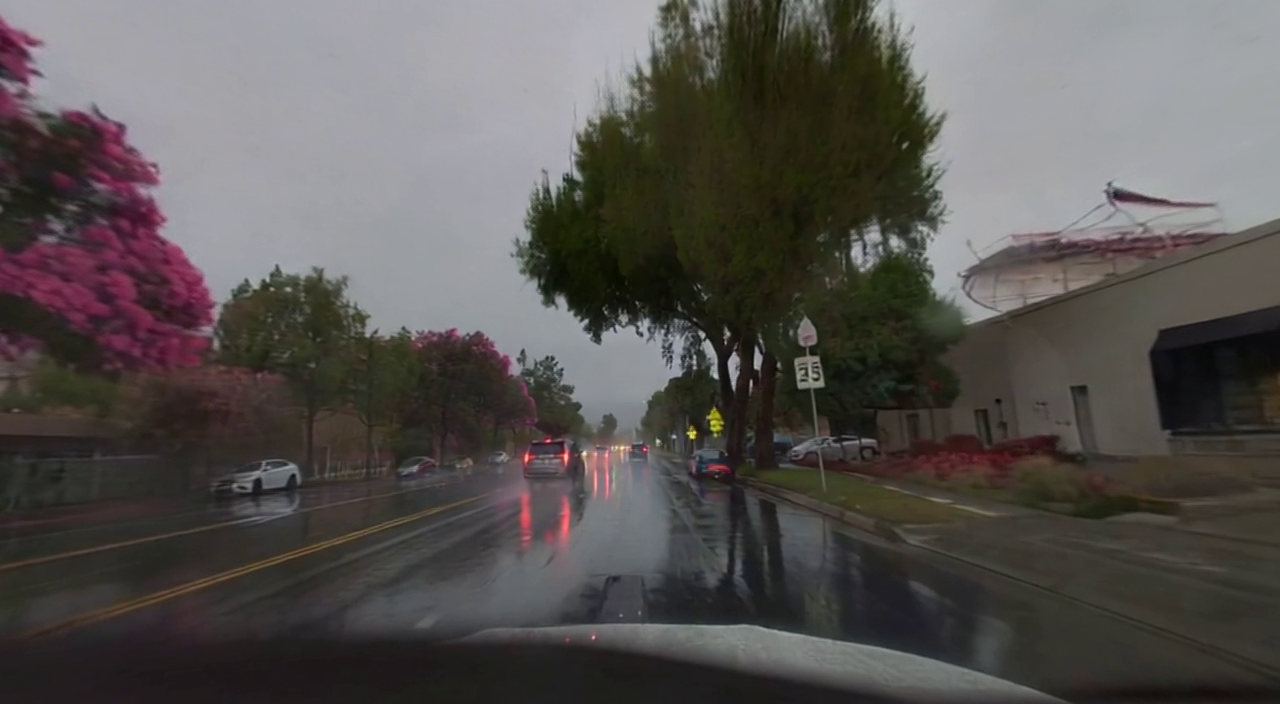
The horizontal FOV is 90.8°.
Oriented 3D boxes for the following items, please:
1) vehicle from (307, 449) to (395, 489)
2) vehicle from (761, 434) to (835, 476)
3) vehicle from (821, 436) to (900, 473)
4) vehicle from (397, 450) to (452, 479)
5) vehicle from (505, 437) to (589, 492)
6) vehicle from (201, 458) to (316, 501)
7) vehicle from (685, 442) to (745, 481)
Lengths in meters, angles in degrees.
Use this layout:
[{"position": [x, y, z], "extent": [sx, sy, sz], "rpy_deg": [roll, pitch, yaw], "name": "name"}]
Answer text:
[{"position": [-14.207, 5.753, 31.459], "extent": [2.123, 1.770, 4.848], "rpy_deg": [0, -9, -1], "name": "vehicle"}, {"position": [7.326, 4.804, 29.805], "extent": [2.112, 1.776, 4.555], "rpy_deg": [2, -8, -3], "name": "vehicle"}, {"position": [10.139, 4.728, 29.404], "extent": [1.777, 1.514, 4.140], "rpy_deg": [-2, -8, -7], "name": "vehicle"}, {"position": [-16.621, 8.673, 48.970], "extent": [2.105, 1.854, 5.973], "rpy_deg": [-4, -8, 0], "name": "vehicle"}, {"position": [-3.202, 4.024, 23.010], "extent": [2.257, 1.751, 5.028], "rpy_deg": [0, -9, 1], "name": "vehicle"}, {"position": [-16.366, 5.449, 27.494], "extent": [1.870, 1.599, 5.022], "rpy_deg": [0, -9, 0], "name": "vehicle"}, {"position": [3.462, 5.144, 29.956], "extent": [2.150, 1.655, 4.739], "rpy_deg": [0, -9, -1], "name": "vehicle"}]
